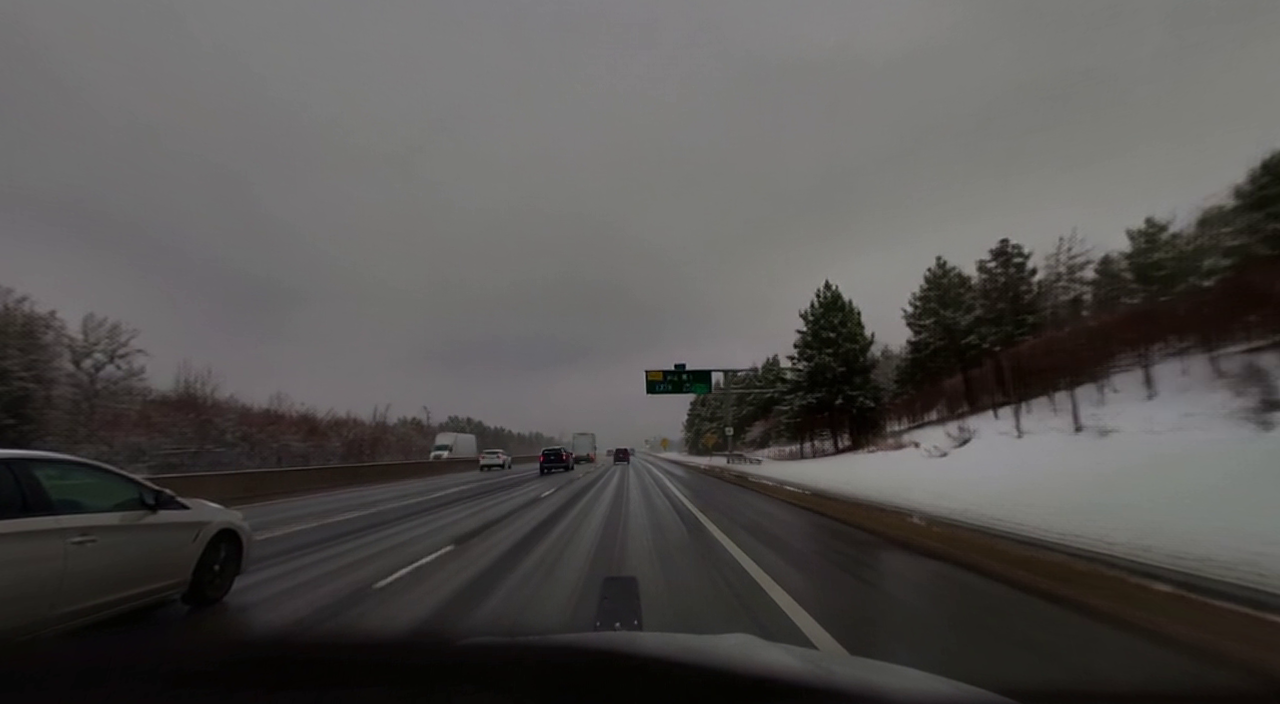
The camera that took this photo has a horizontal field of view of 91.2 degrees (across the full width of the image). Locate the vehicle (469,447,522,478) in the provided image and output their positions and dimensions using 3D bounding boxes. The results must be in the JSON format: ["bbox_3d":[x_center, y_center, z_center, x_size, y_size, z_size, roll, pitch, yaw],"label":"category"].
[{"bbox_3d":[-7.715,5.922,33.812,1.936,1.516,3.904,0,-9,0],"label":"vehicle"}]

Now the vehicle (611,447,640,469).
[{"bbox_3d":[-1.048,7.636,45.381,2.023,1.479,3.718,0,-9,-1],"label":"vehicle"}]

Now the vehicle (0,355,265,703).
[{"bbox_3d":[-4.036,0.872,2.642,2.074,1.779,4.588,0,-9,-1],"label":"vehicle"}]

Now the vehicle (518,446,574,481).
[{"bbox_3d":[-4.250,5.115,28.954,1.988,1.477,4.118,0,-9,0],"label":"vehicle"}]
